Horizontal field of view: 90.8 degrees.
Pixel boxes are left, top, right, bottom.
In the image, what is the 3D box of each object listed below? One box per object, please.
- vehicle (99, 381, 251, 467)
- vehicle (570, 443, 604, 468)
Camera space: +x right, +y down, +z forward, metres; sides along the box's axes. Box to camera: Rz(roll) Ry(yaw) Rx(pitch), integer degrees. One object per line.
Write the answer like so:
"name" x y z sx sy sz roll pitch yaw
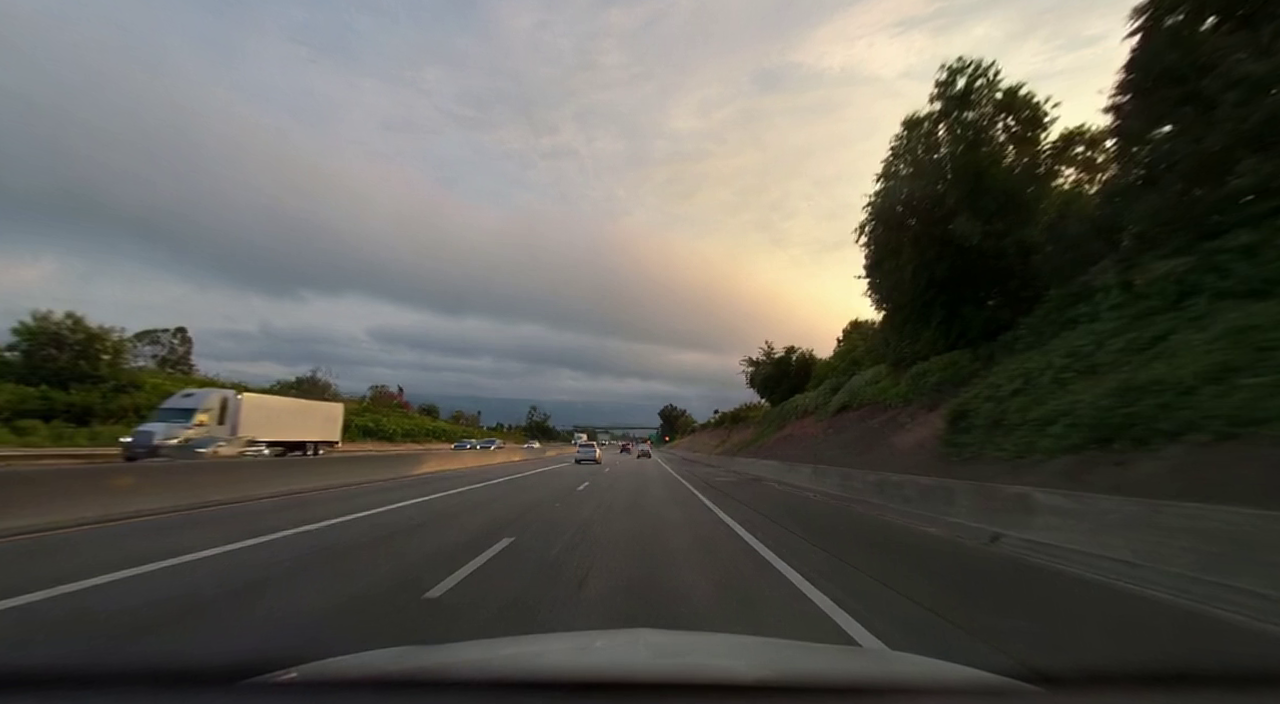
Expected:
"vehicle" -23.124 3.738 31.891 2.999 3.954 5.878 0 -9 0
"vehicle" -3.513 6.909 42.139 1.921 1.536 3.920 0 -9 0
